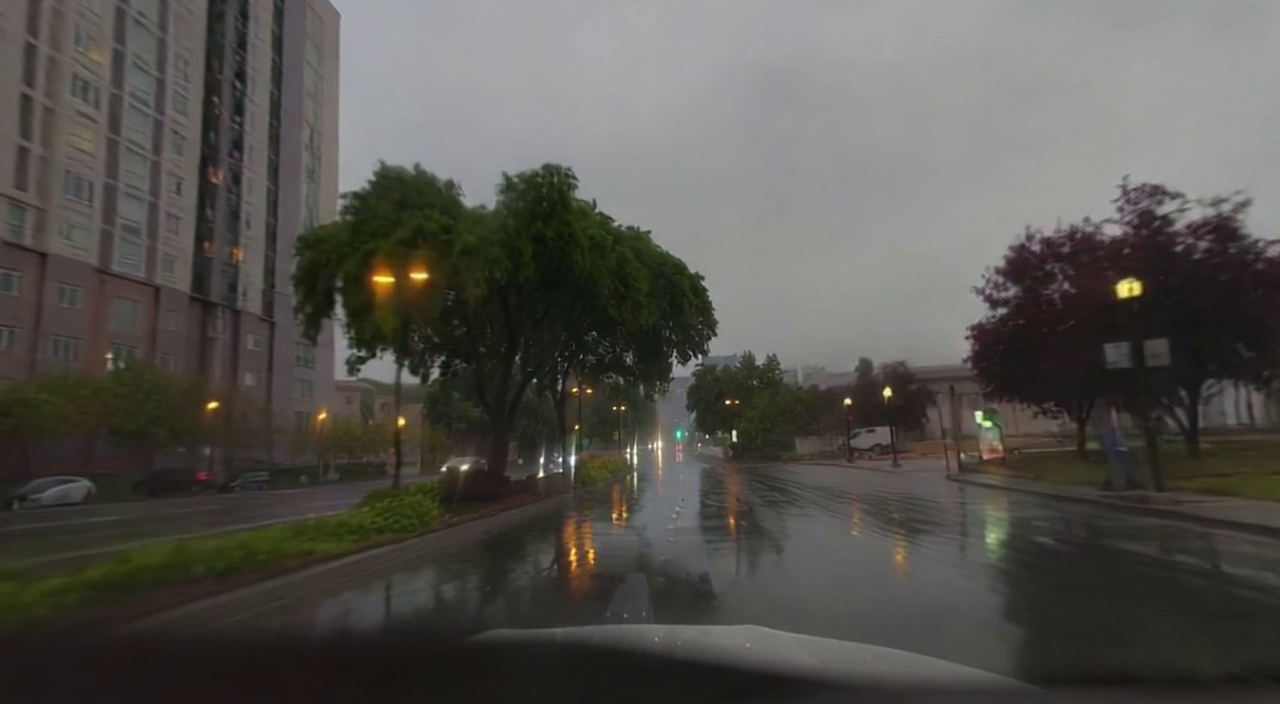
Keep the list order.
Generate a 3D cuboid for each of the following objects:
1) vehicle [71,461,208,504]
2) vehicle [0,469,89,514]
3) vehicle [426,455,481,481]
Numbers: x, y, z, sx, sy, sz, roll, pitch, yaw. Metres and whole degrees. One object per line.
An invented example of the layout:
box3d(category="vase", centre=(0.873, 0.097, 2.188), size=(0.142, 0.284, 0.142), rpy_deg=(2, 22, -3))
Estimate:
box3d(category="vehicle", centre=(-28.261, 7.351, 35.982), size=(2.403, 2.020, 6.284), rpy_deg=(-1, -8, 4))
box3d(category="vehicle", centre=(-28.655, 6.373, 28.931), size=(2.073, 1.772, 4.793), rpy_deg=(-1, -8, 7))
box3d(category="vehicle", centre=(-12.776, 7.955, 43.487), size=(2.006, 1.633, 4.292), rpy_deg=(-1, -8, 7))
